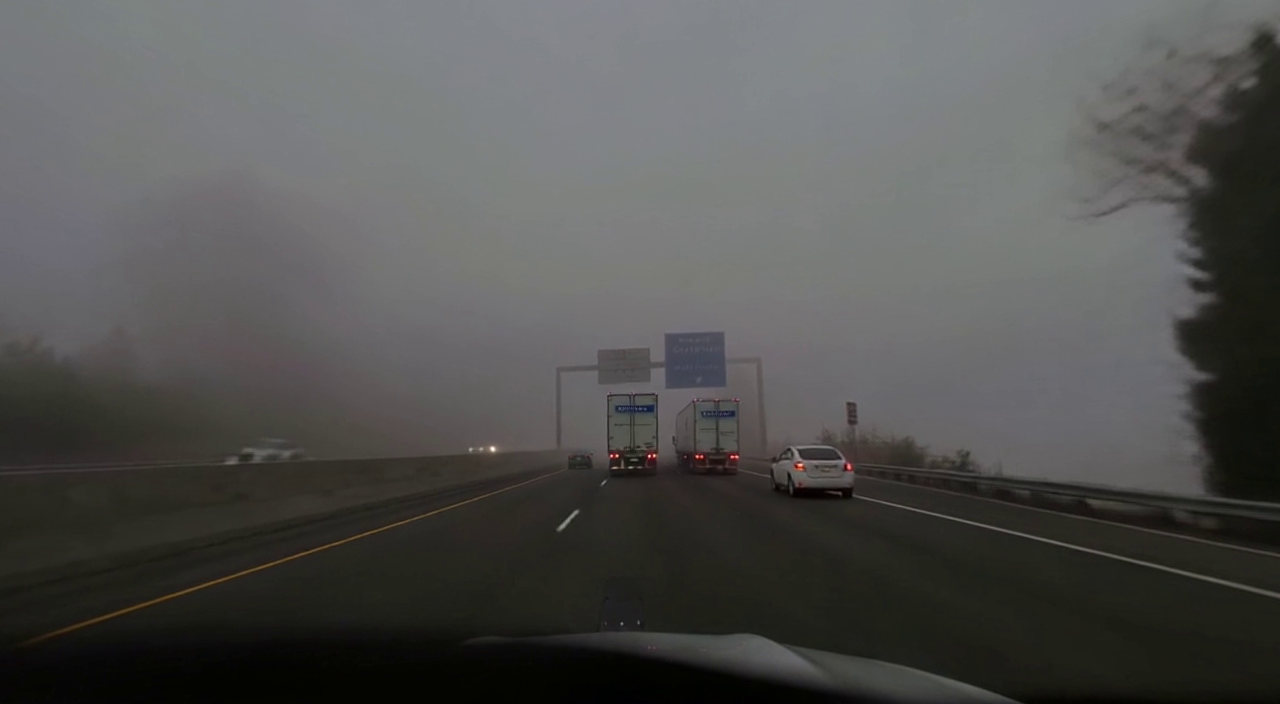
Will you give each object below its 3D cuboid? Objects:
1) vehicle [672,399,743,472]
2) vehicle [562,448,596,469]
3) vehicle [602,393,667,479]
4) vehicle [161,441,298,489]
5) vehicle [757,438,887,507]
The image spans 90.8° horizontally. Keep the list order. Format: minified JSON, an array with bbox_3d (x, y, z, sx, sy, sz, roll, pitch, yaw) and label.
[{"bbox_3d":[4.213,5.862,43.093,3.044,4.128,14.482,0,-9,-1],"label":"vehicle"},{"bbox_3d":[-4.364,7.677,45.651,2.067,1.452,4.085,0,-9,0],"label":"vehicle"},{"bbox_3d":[-0.284,4.470,32.856,2.864,3.805,9.709,0,-9,-1],"label":"vehicle"},{"bbox_3d":[-15.943,4.392,24.911,1.987,1.686,5.070,0,-9,0],"label":"vehicle"},{"bbox_3d":[4.530,3.094,16.621,2.086,1.530,4.808,0,-9,1],"label":"vehicle"}]
